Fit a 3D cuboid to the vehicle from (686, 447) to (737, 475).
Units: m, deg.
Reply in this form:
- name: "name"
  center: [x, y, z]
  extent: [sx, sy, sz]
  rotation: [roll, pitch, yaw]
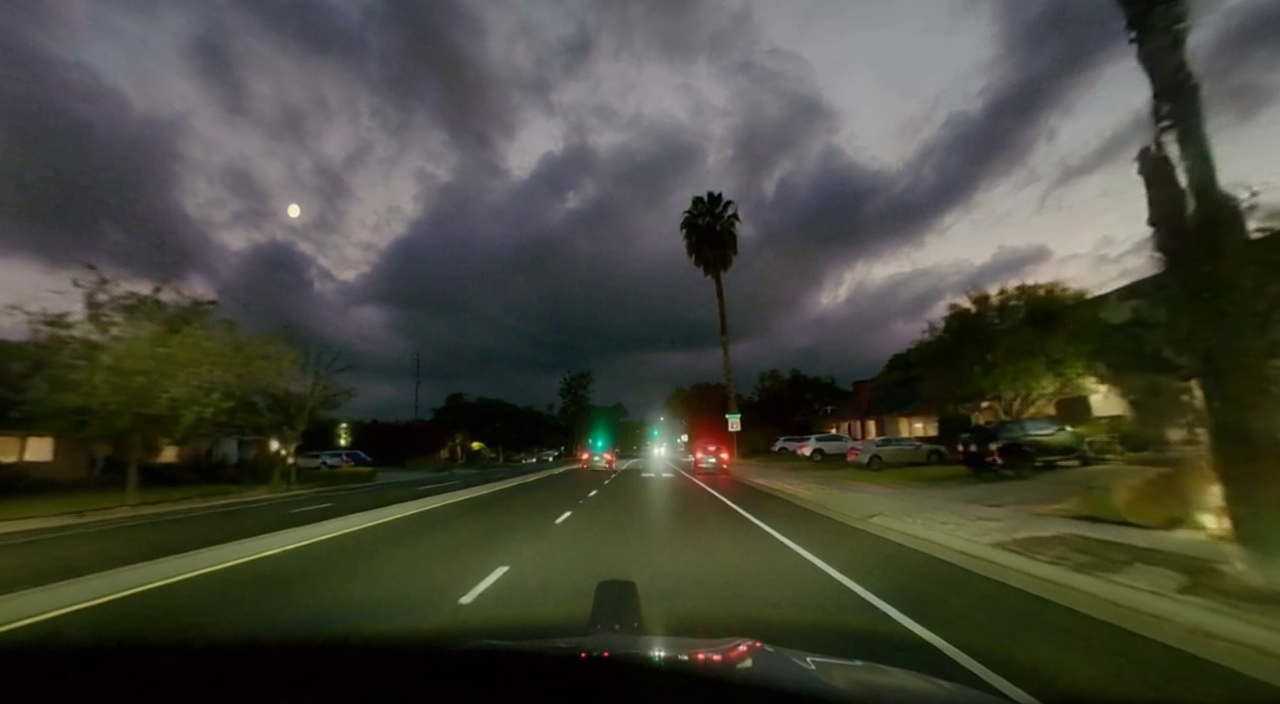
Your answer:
- name: "vehicle"
  center: [3.891, 6.023, 35.233]
  extent: [2.025, 1.456, 4.865]
  rotation: [1, -9, -3]

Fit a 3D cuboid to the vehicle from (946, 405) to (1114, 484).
- name: "vehicle"
  center: [11.236, 2.627, 18.145]
  extent: [4.531, 1.864, 2.037]
  rotation: [1, -10, -32]

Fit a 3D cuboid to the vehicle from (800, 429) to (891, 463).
- name: "vehicle"
  center: [12.180, 5.621, 37.689]
  extent: [4.710, 1.731, 1.972]
  rotation: [-4, -10, 7]

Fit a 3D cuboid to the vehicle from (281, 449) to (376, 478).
- name: "vehicle"
  center: [-19.757, 7.046, 40.171]
  extent: [4.992, 1.779, 1.928]
  rotation: [0, -9, 3]

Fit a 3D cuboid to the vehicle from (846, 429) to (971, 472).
- name: "vehicle"
  center: [11.524, 4.254, 27.330]
  extent: [4.454, 1.499, 1.821]
  rotation: [-3, -9, -2]

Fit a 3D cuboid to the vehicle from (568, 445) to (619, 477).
- name: "vehicle"
  center: [-2.241, 5.389, 31.597]
  extent: [2.035, 1.474, 4.284]
  rotation: [0, -9, 3]
